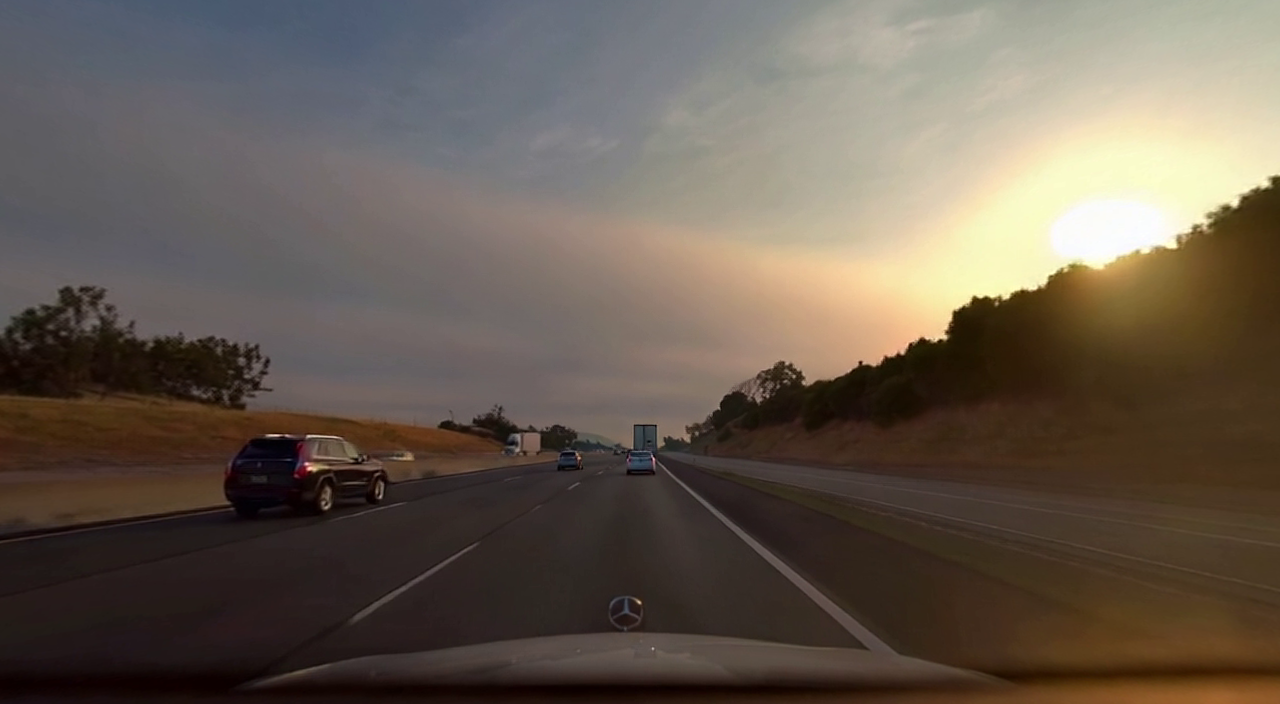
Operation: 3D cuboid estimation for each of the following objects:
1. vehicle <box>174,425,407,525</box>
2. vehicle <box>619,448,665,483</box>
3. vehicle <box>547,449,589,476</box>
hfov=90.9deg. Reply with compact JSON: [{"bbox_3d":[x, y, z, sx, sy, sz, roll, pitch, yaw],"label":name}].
[{"bbox_3d":[-7.647,2.762,14.696,2.316,1.875,5.337,0,-9,0],"label":"vehicle"},{"bbox_3d":[0.073,5.200,29.093,1.991,1.507,3.391,0,-9,-1],"label":"vehicle"},{"bbox_3d":[-4.253,6.601,37.922,2.018,1.504,4.431,0,-9,0],"label":"vehicle"}]
